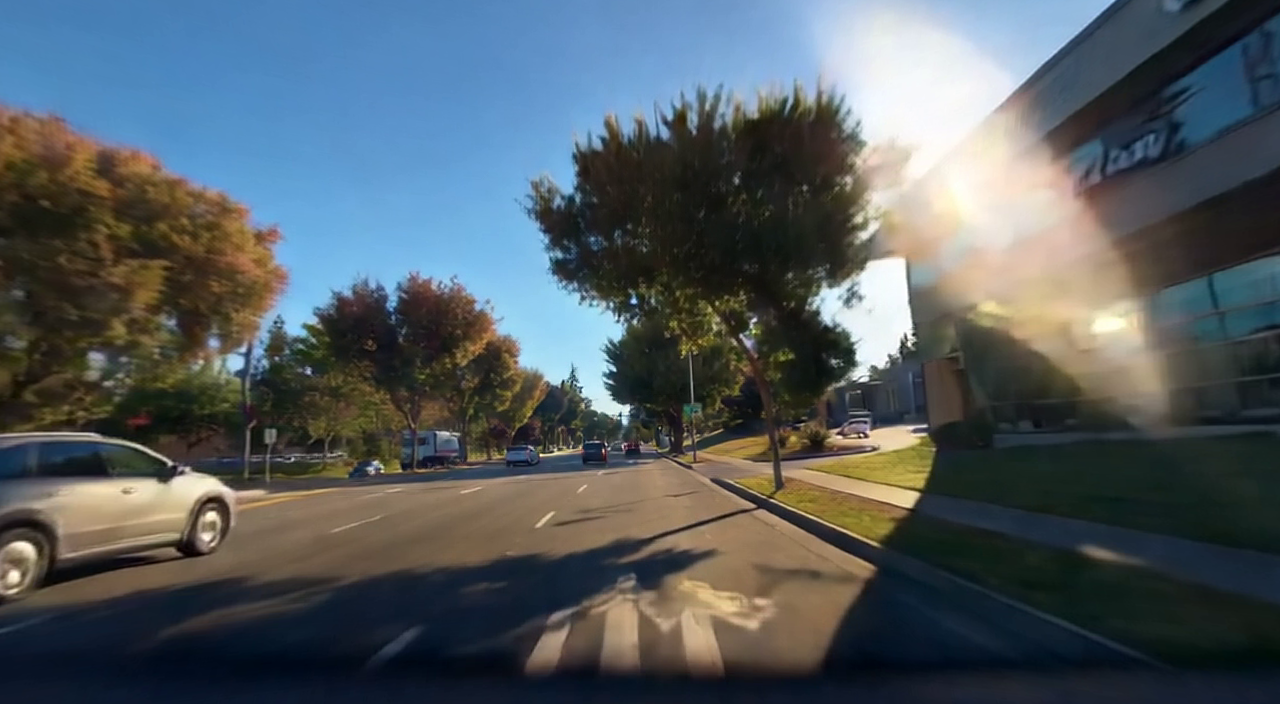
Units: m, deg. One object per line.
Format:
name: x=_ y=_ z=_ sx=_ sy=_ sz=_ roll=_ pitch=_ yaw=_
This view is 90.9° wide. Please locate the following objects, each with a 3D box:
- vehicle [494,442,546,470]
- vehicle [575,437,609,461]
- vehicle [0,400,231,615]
vehicle: x=-6.689 y=5.849 z=35.628 sx=2.072 sy=1.427 sz=4.328 roll=0 pitch=-9 yaw=0
vehicle: x=-3.402 y=7.034 z=45.582 sx=2.100 sy=1.661 sz=3.837 roll=0 pitch=-9 yaw=1
vehicle: x=-6.586 y=1.421 z=5.955 sx=2.137 sy=1.835 sz=4.844 roll=0 pitch=-9 yaw=0
